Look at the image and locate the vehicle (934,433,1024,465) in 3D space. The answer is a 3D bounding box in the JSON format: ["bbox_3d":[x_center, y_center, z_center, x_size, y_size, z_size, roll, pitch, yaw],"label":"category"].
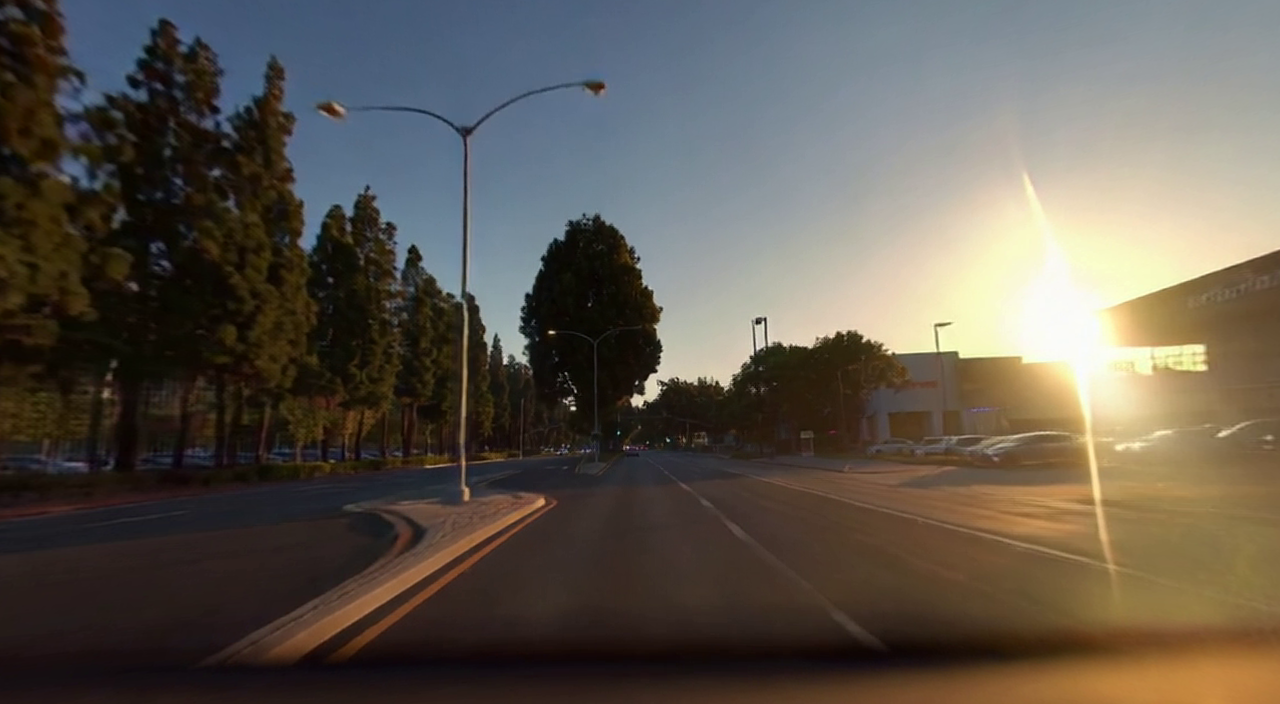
[{"bbox_3d":[18.232,5.200,33.950,4.493,1.632,1.985,4,-10,-28],"label":"vehicle"}]

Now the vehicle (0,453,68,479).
[{"bbox_3d":[-36.943,6.658,36.924,1.861,1.463,4.791,-6,-11,36],"label":"vehicle"}]

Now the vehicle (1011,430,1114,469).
[{"bbox_3d":[18.917,4.361,28.254,4.515,1.606,1.910,5,-10,-30],"label":"vehicle"}]

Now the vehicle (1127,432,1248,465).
[{"bbox_3d":[27.408,4.895,31.876,1.856,1.471,4.487,-2,-10,-4],"label":"vehicle"}]
